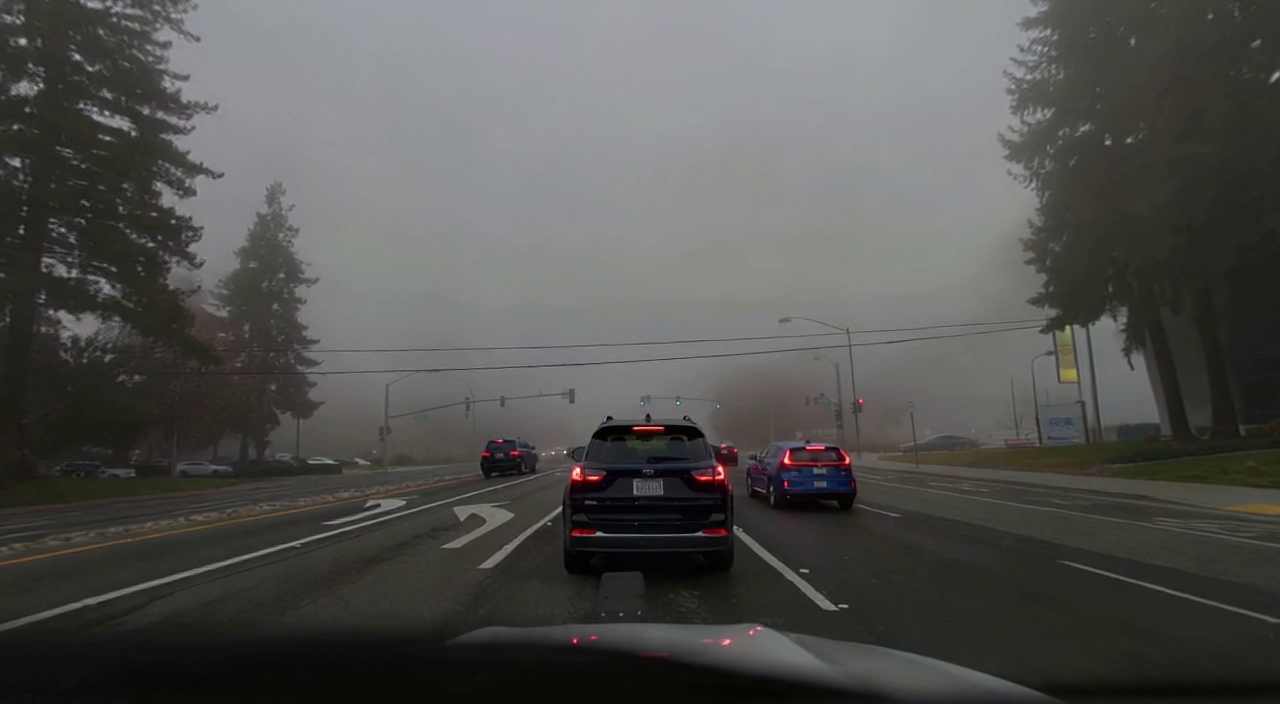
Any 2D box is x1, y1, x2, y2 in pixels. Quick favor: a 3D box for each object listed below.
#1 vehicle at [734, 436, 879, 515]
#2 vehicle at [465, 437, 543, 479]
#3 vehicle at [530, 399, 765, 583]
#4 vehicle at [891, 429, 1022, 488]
[{"bbox_3d":[3.498,2.690,14.244,1.997,1.471,4.321,0,-9,-1],"label":"vehicle"},{"bbox_3d":[-6.278,4.979,29.967,2.555,1.819,5.145,0,-9,0],"label":"vehicle"},{"bbox_3d":[0.066,1.660,8.272,2.266,1.762,4.131,0,-9,0],"label":"vehicle"},{"bbox_3d":[10.856,3.693,22.137,2.123,1.812,4.553,0,-9,-1],"label":"vehicle"}]
